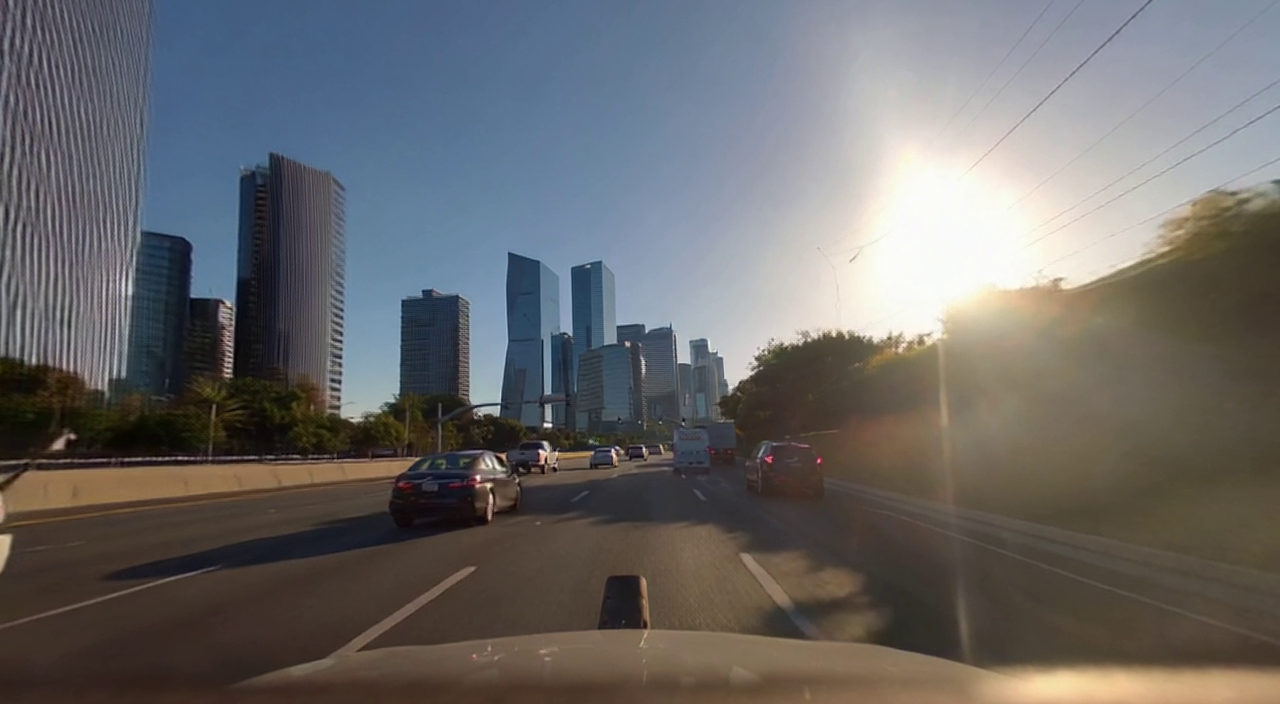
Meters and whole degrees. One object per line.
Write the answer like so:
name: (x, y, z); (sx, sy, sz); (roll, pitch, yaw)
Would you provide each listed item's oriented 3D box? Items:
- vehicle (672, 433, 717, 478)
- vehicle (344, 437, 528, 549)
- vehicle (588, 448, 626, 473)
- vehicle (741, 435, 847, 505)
vehicle: (3.278, 6.077, 37.142); (2.457, 2.440, 5.486); (-1, -9, 6)
vehicle: (-3.371, 2.380, 11.260); (1.934, 1.643, 3.718); (0, -9, 2)
vehicle: (-2.097, 7.025, 40.937); (1.984, 1.567, 4.311); (-1, -9, 4)
vehicle: (4.659, 3.635, 19.806); (2.283, 1.923, 4.427); (0, -9, 1)
